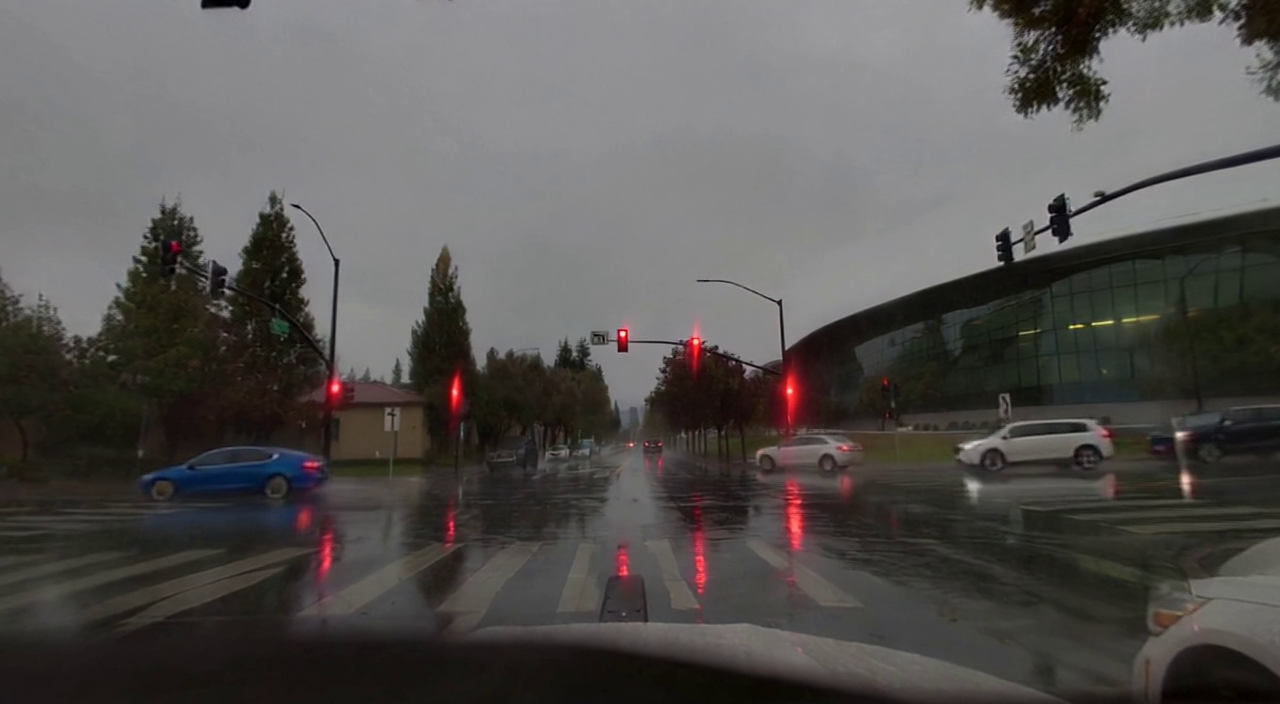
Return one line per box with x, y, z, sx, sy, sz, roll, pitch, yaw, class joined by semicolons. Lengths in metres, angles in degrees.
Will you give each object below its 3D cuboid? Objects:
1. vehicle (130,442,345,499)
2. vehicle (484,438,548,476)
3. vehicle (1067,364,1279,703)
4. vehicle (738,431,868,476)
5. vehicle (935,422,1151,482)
-10.959;3.231;17.362;4.613;1.443;1.883;0;-8;-1;vehicle
-5.951;5.087;30.661;2.115;1.690;4.322;0;-8;1;vehicle
2.884;0.675;0.836;1.947;1.576;3.825;0;-8;1;vehicle
6.461;4.031;25.189;4.551;1.625;2.053;-7;-11;40;vehicle
10.610;2.653;16.783;4.464;1.472;1.867;0;-8;0;vehicle
